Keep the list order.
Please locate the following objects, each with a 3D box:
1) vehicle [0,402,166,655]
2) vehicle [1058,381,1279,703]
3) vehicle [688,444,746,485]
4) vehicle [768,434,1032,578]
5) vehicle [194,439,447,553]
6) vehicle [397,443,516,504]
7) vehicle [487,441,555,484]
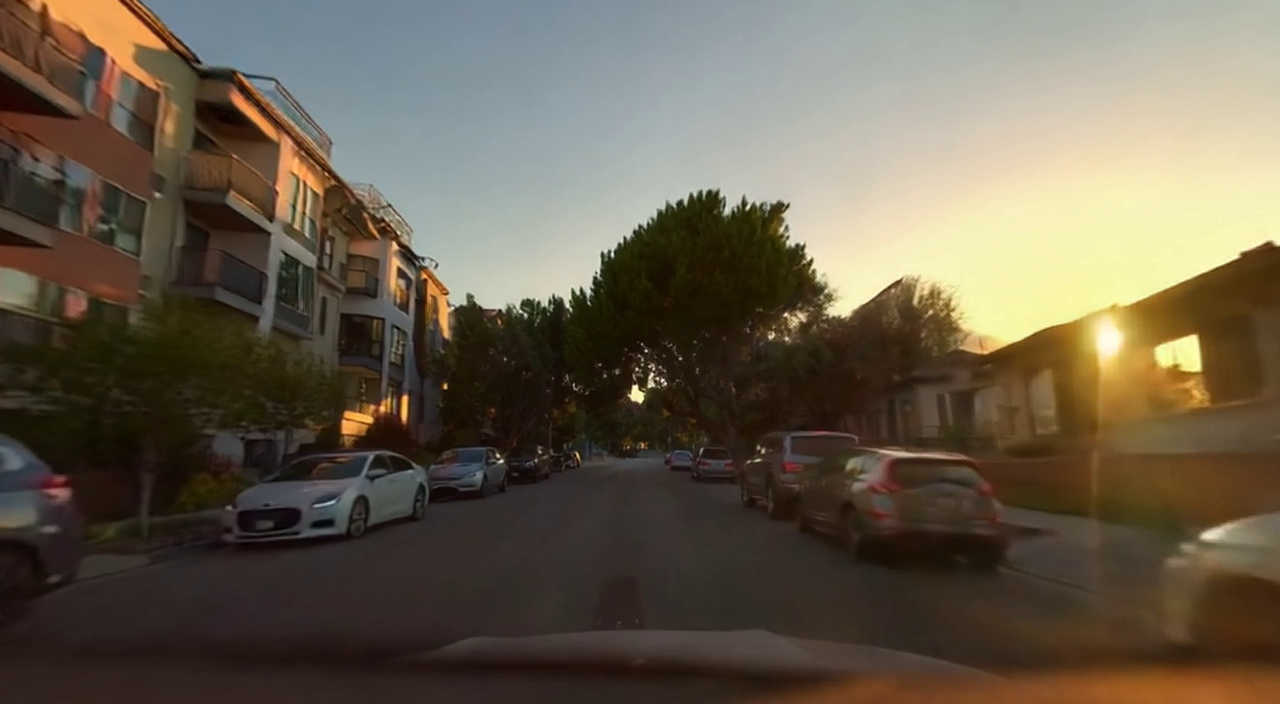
[{"bbox_3d":[-5.556,1.054,3.191,2.222,1.735,5.215,0,-8,1],"label":"vehicle"},{"bbox_3d":[3.774,0.787,1.353,2.187,1.699,5.038,0,-8,-2],"label":"vehicle"},{"bbox_3d":[3.743,5.557,31.598,2.137,1.848,4.953,0,-8,-2],"label":"vehicle"},{"bbox_3d":[3.549,2.168,9.928,1.988,1.652,5.017,0,-8,0],"label":"vehicle"},{"bbox_3d":[-5.699,2.596,12.377,2.256,1.590,5.488,-3,-8,-2],"label":"vehicle"},{"bbox_3d":[-6.037,4.051,21.695,2.431,1.718,5.431,-2,-8,1],"label":"vehicle"},{"bbox_3d":[-5.958,5.585,32.338,2.499,2.008,5.293,0,-8,-1],"label":"vehicle"}]
